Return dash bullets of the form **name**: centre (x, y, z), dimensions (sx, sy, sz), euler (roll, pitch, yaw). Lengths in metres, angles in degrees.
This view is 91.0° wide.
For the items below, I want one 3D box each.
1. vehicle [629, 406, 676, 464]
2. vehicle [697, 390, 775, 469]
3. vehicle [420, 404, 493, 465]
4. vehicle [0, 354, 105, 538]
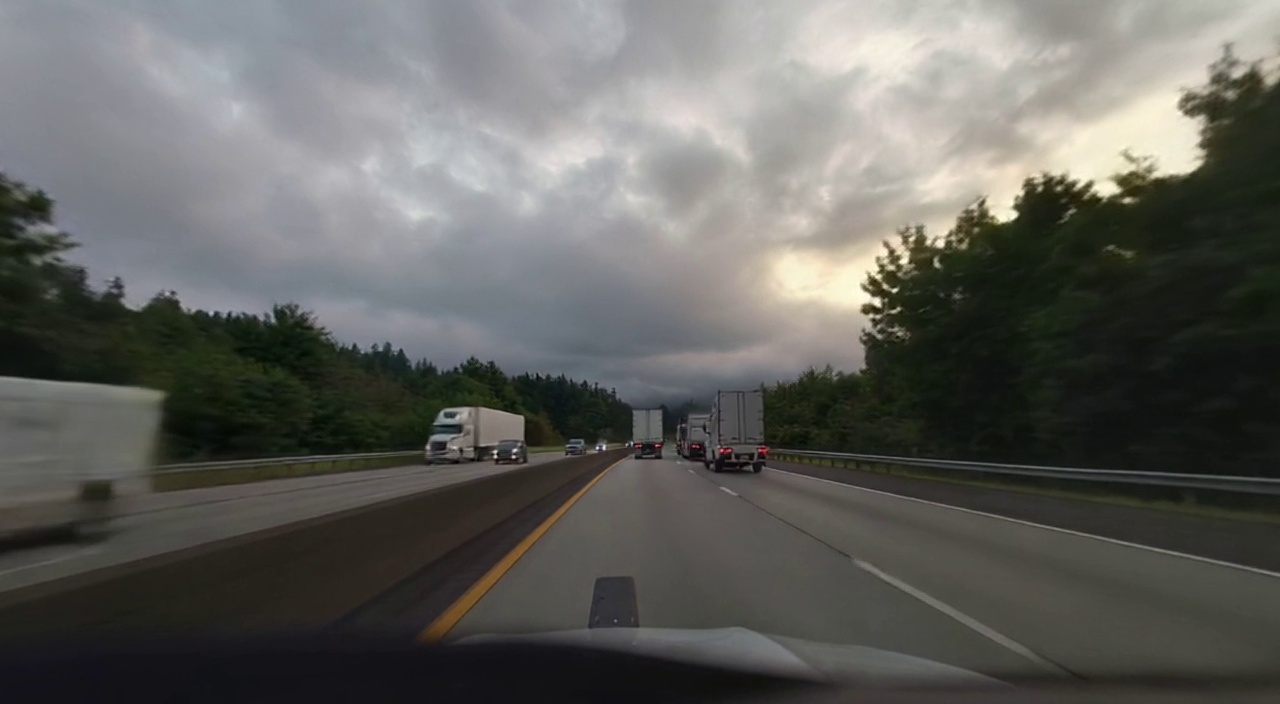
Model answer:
- **vehicle**: centre (0.678, 5.294, 39.988), dimensions (2.644, 3.247, 7.454), euler (0, -8, -1)
- **vehicle**: centre (4.673, 3.979, 31.993), dimensions (2.956, 3.604, 6.277), euler (0, -8, 0)
- **vehicle**: centre (-12.685, 5.823, 44.217), dimensions (2.939, 3.930, 6.425), euler (-1, -8, 2)
- **vehicle**: centre (-8.769, 0.880, 5.698), dimensions (2.193, 2.189, 6.439), euler (0, -8, 0)
